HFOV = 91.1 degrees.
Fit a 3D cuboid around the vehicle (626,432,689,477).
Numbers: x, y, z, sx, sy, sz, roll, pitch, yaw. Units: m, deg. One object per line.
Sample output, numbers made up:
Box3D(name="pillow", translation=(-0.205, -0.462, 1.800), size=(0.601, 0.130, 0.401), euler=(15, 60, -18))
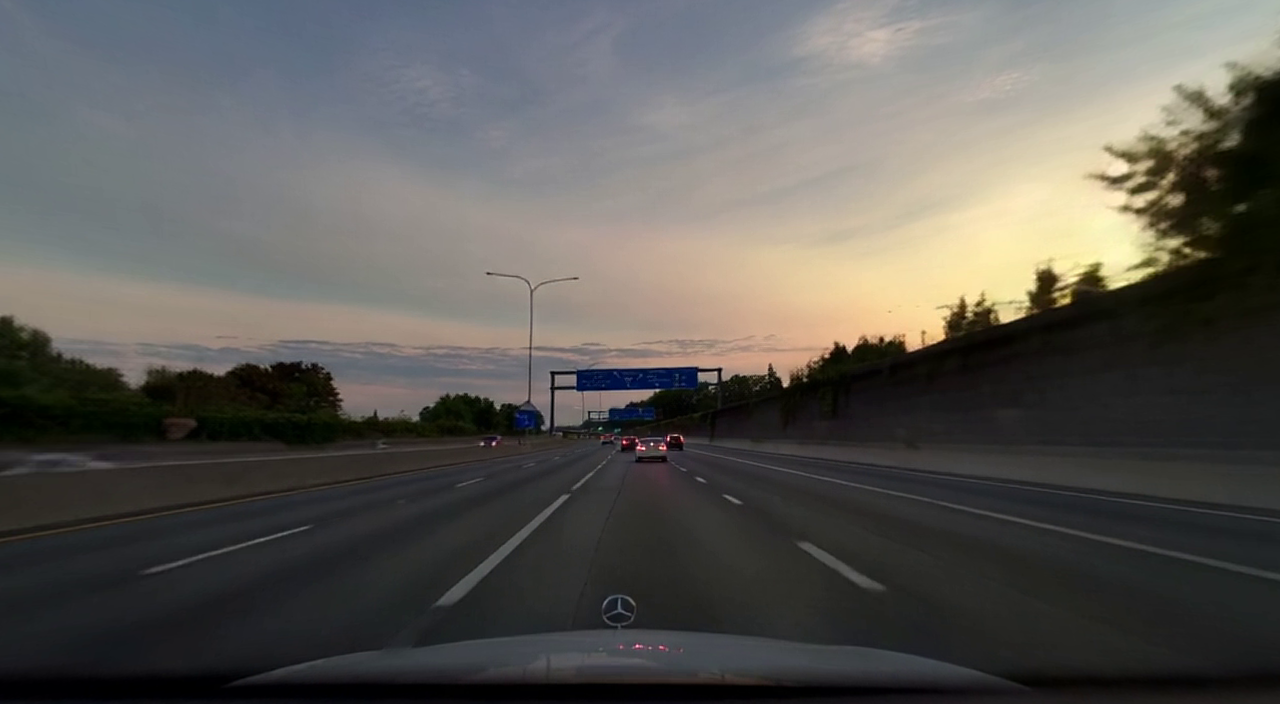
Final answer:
Box3D(name="vehicle", translation=(0.534, 3.650, 22.669), size=(2.046, 1.467, 3.844), euler=(0, -8, -2))
